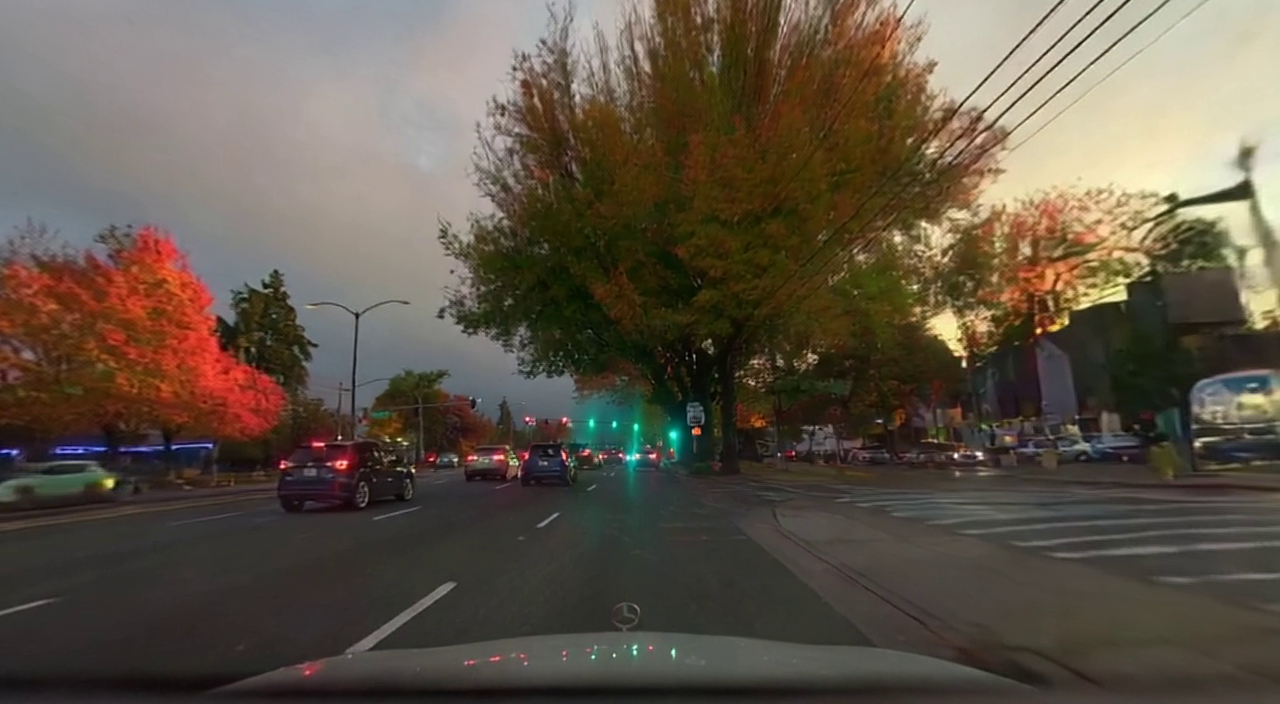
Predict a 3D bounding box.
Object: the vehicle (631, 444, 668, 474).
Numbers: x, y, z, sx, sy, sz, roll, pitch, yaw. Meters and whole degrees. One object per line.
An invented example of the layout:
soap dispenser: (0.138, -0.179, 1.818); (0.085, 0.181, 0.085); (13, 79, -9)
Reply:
vehicle: (0.580, 6.560, 38.673); (2.144, 1.704, 4.028); (0, -9, 0)

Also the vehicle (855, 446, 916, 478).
vehicle: (14.250, 6.369, 36.817); (1.963, 1.703, 4.447); (0, -9, 3)

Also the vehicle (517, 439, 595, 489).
vehicle: (-2.994, 4.125, 23.518); (2.165, 1.663, 4.513); (0, -9, 2)

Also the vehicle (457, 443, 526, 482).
vehicle: (-7.075, 5.290, 30.512); (2.069, 1.719, 4.441); (0, -9, 2)

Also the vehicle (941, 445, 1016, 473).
vehicle: (20.105, 6.350, 37.648); (1.938, 1.490, 4.750); (0, -9, 2)

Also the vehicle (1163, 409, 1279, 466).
vehicle: (25.428, 3.435, 25.578); (5.755, 2.030, 2.287); (-6, -11, 17)

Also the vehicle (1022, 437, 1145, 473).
vehicle: (20.280, 4.727, 29.077); (1.899, 1.521, 4.410); (2, -9, -13)

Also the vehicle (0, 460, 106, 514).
vehicle: (-20.038, 4.247, 20.003); (1.852, 1.507, 4.791); (0, -9, 1)

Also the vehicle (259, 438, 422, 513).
vehicle: (-7.288, 3.020, 15.922); (1.932, 1.596, 4.247); (0, -9, 1)
